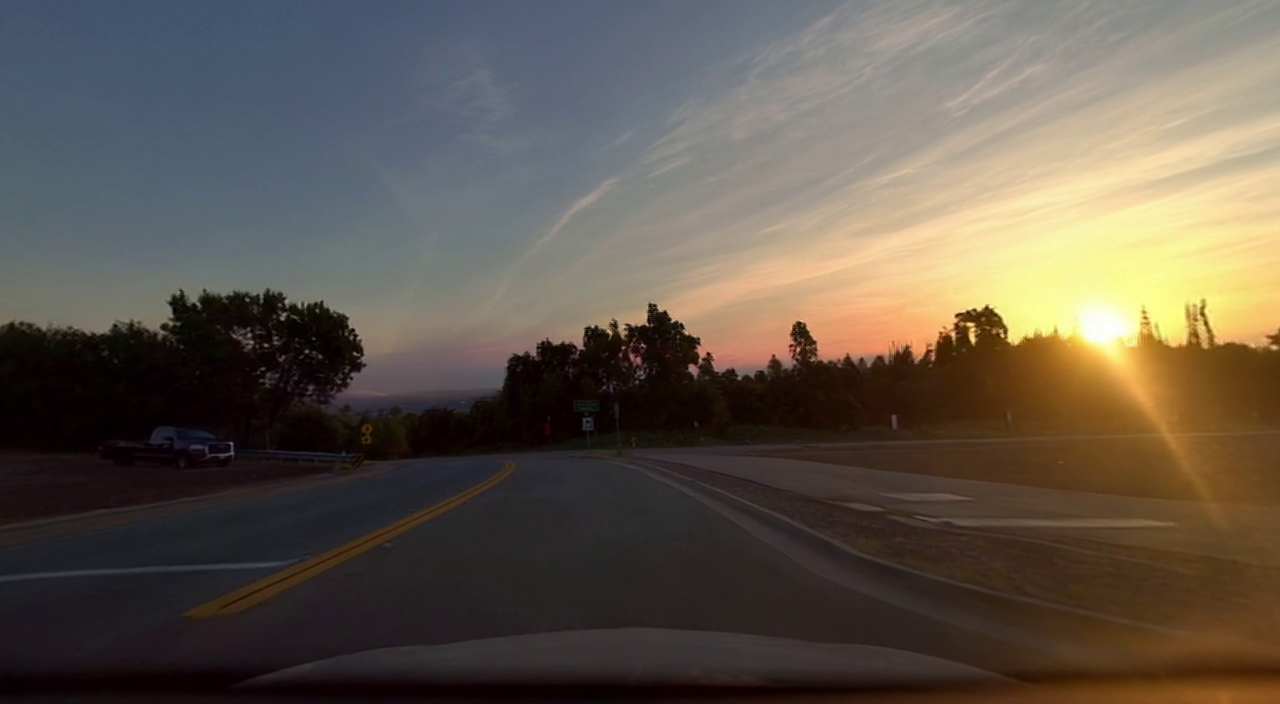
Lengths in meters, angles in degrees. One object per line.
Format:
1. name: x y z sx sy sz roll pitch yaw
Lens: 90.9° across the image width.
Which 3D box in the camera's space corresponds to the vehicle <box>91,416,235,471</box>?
1. vehicle: -18.708 3.605 24.769 4.699 1.996 2.116 -3 -9 19
